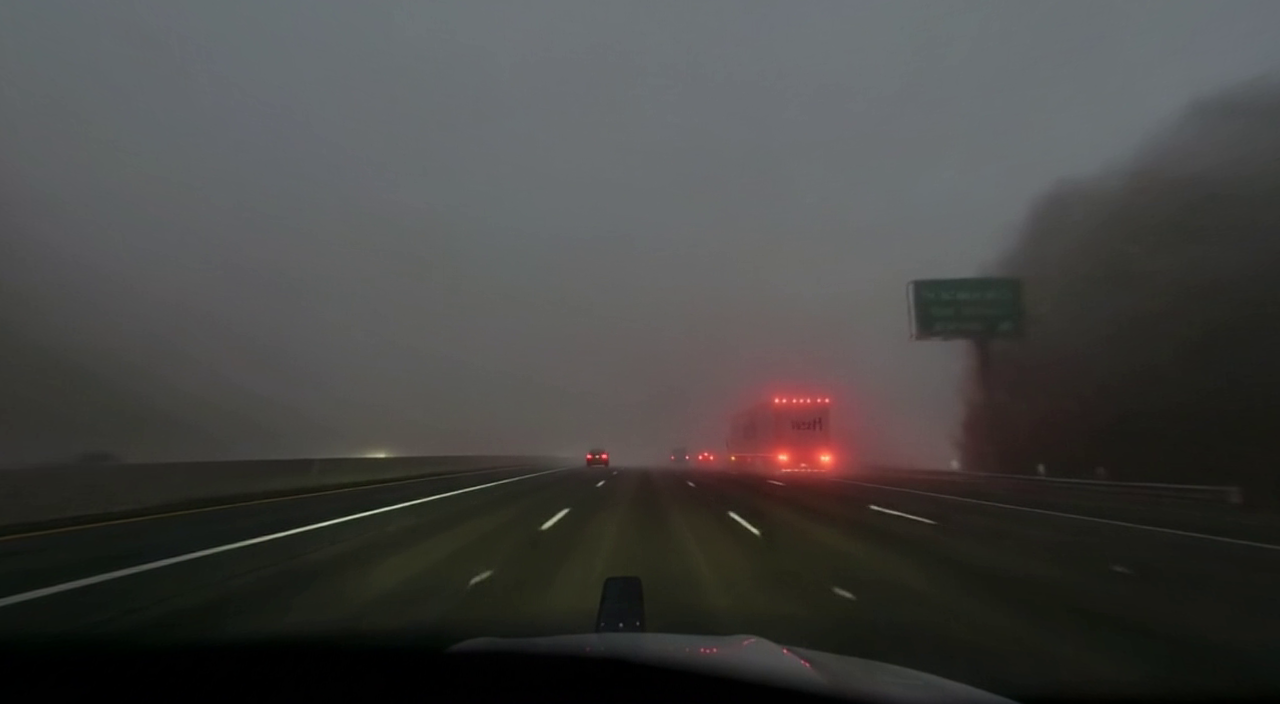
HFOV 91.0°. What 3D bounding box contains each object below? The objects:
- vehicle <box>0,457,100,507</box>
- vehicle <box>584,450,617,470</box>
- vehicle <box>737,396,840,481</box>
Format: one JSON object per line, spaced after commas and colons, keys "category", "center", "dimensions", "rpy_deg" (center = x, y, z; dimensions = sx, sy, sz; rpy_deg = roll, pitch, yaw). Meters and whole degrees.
{"category": "vehicle", "center": [-24.808, 5.122, 25.090], "dimensions": [2.007, 1.759, 4.906], "rpy_deg": [0, -9, 3]}
{"category": "vehicle", "center": [-3.052, 8.446, 49.412], "dimensions": [2.164, 1.507, 4.748], "rpy_deg": [0, -9, 1]}
{"category": "vehicle", "center": [8.470, 5.425, 38.654], "dimensions": [2.912, 4.143, 15.538], "rpy_deg": [0, -9, 1]}
